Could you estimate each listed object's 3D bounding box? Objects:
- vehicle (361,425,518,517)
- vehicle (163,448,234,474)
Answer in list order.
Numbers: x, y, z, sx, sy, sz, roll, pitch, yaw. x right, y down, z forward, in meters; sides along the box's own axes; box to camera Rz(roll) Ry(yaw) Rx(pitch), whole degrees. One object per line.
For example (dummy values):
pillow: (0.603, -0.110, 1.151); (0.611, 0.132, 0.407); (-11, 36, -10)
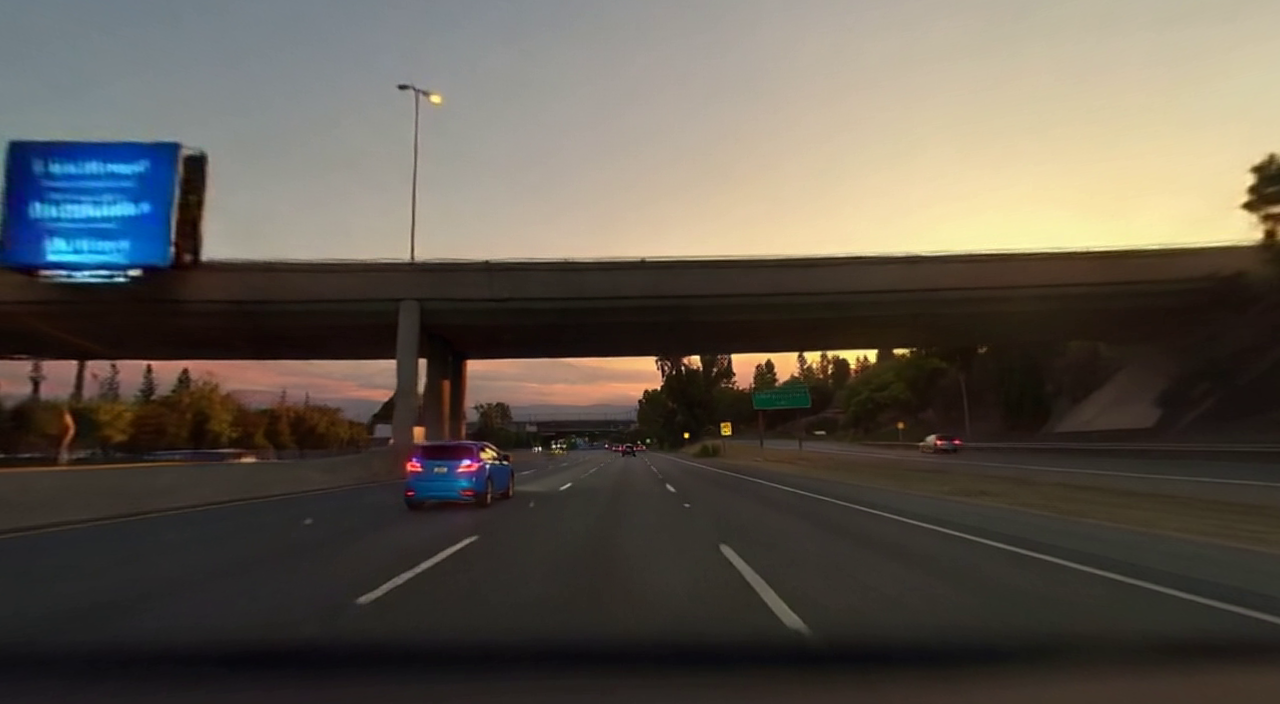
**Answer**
vehicle: (-4.281, 2.626, 14.447); (2.102, 1.727, 4.704); (0, -9, -1)
vehicle: (-25.237, 6.219, 36.233); (1.495, 1.364, 3.350); (-1, -9, 4)
